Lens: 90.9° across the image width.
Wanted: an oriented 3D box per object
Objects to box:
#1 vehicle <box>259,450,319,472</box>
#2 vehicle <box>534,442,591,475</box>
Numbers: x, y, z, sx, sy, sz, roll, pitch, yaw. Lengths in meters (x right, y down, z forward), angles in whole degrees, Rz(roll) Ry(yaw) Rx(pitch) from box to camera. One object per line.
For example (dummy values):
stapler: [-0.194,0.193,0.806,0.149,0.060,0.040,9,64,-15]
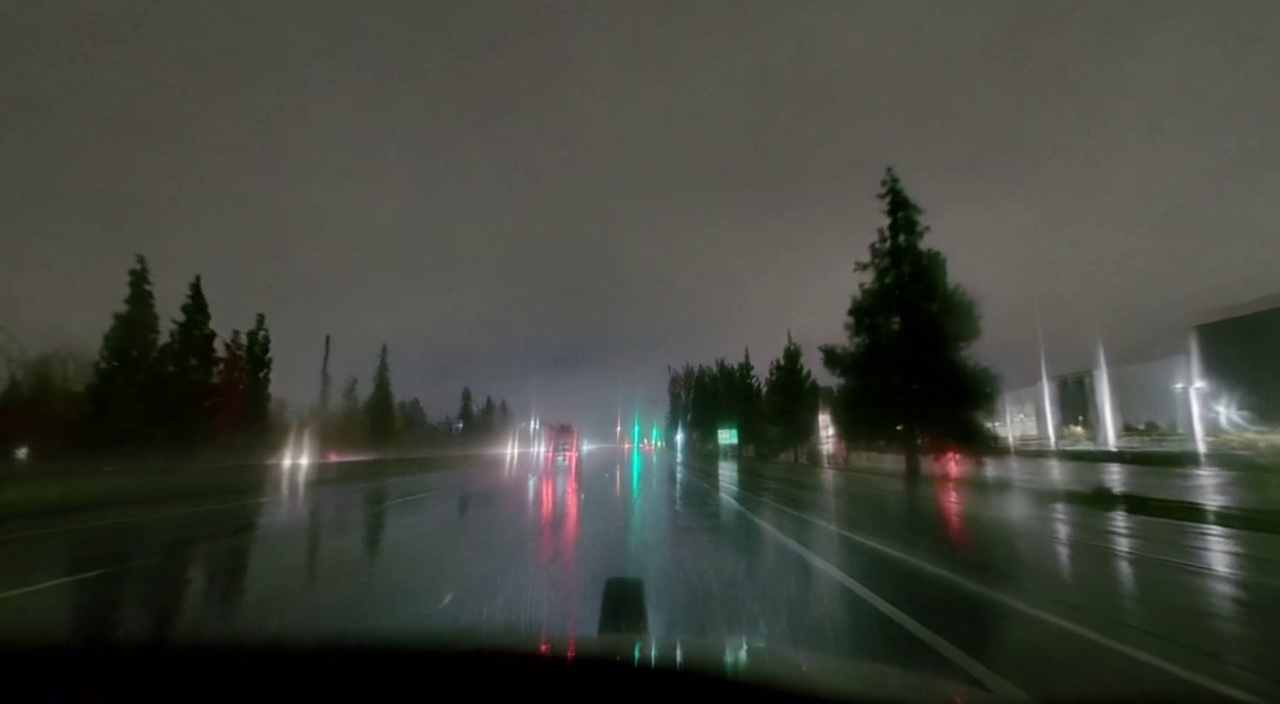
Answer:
vehicle: [-24.437,7.603,44.016,1.755,1.407,4.053,0,-8,2]
vehicle: [-3.563,4.989,29.787,2.128,1.450,4.078,0,-8,1]
